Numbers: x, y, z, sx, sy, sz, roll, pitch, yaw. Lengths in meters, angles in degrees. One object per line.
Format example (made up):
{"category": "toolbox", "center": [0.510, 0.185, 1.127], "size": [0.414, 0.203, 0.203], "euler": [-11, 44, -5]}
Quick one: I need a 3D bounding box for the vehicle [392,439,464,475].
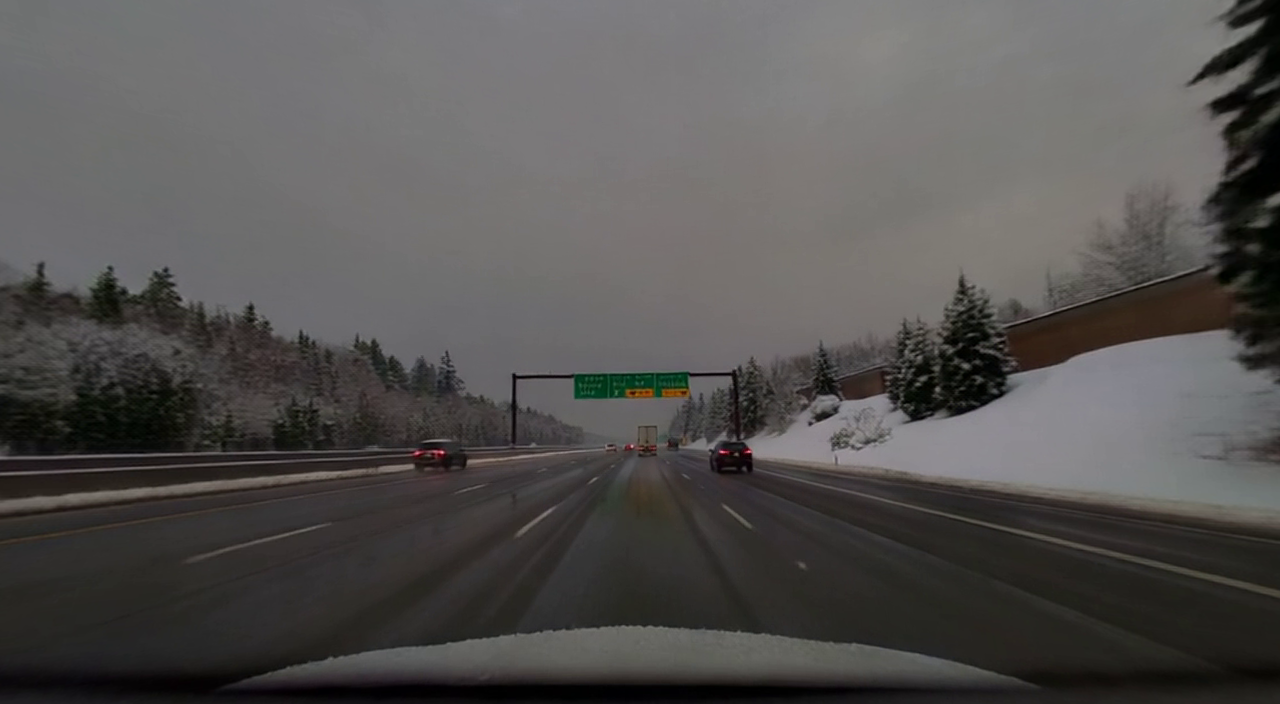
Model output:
{"category": "vehicle", "center": [-10.780, 5.355, 32.338], "size": [1.998, 1.712, 4.671], "euler": [0, -9, 1]}

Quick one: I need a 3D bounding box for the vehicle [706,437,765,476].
{"category": "vehicle", "center": [4.303, 4.794, 28.996], "size": [2.046, 1.655, 4.143], "euler": [0, -8, 0]}
